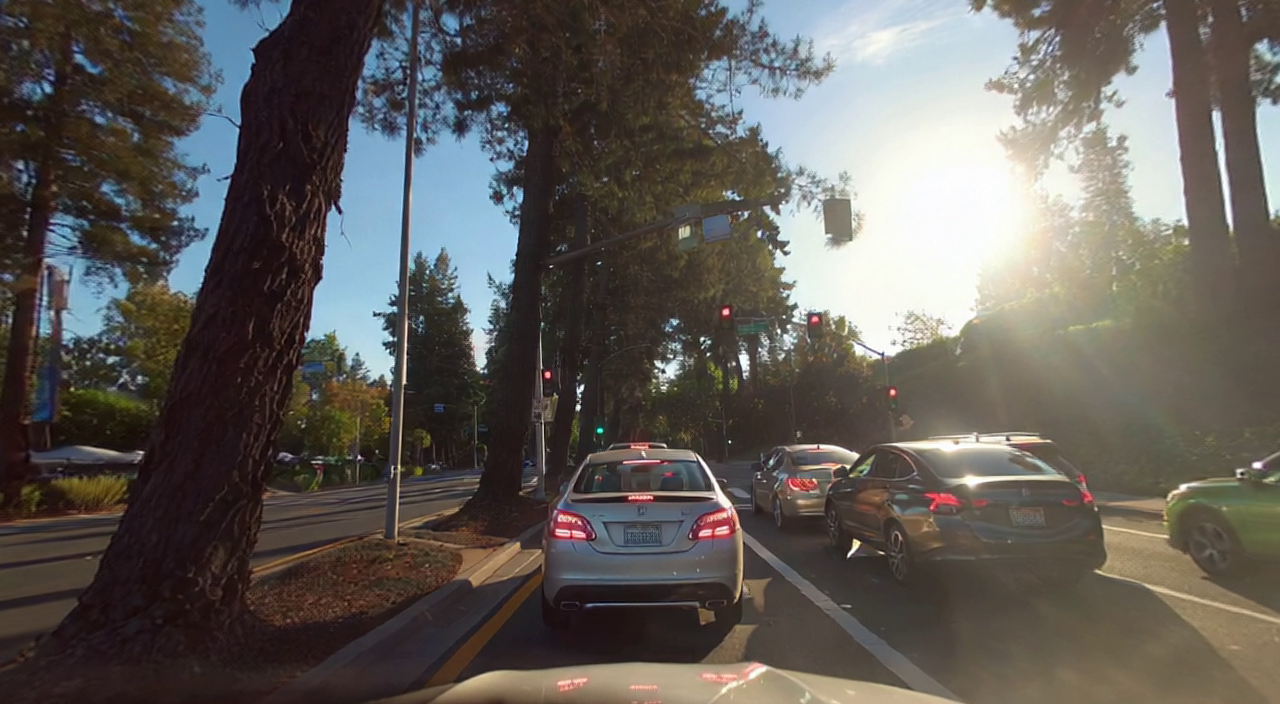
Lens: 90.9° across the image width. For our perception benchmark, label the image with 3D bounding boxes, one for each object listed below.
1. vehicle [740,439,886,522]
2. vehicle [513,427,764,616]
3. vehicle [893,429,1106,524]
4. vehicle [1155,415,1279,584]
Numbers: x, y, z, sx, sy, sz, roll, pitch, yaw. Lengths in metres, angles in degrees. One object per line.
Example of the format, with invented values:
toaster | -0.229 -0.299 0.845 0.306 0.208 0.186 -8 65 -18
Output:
vehicle | 3.528 2.716 13.828 1.934 1.494 4.446 0 -9 0
vehicle | 0.009 1.683 7.096 2.015 1.502 3.898 0 -9 1
vehicle | 7.014 2.461 12.915 1.923 1.611 4.094 0 -9 0
vehicle | 6.932 1.336 5.588 1.783 1.572 3.421 0 -9 1
